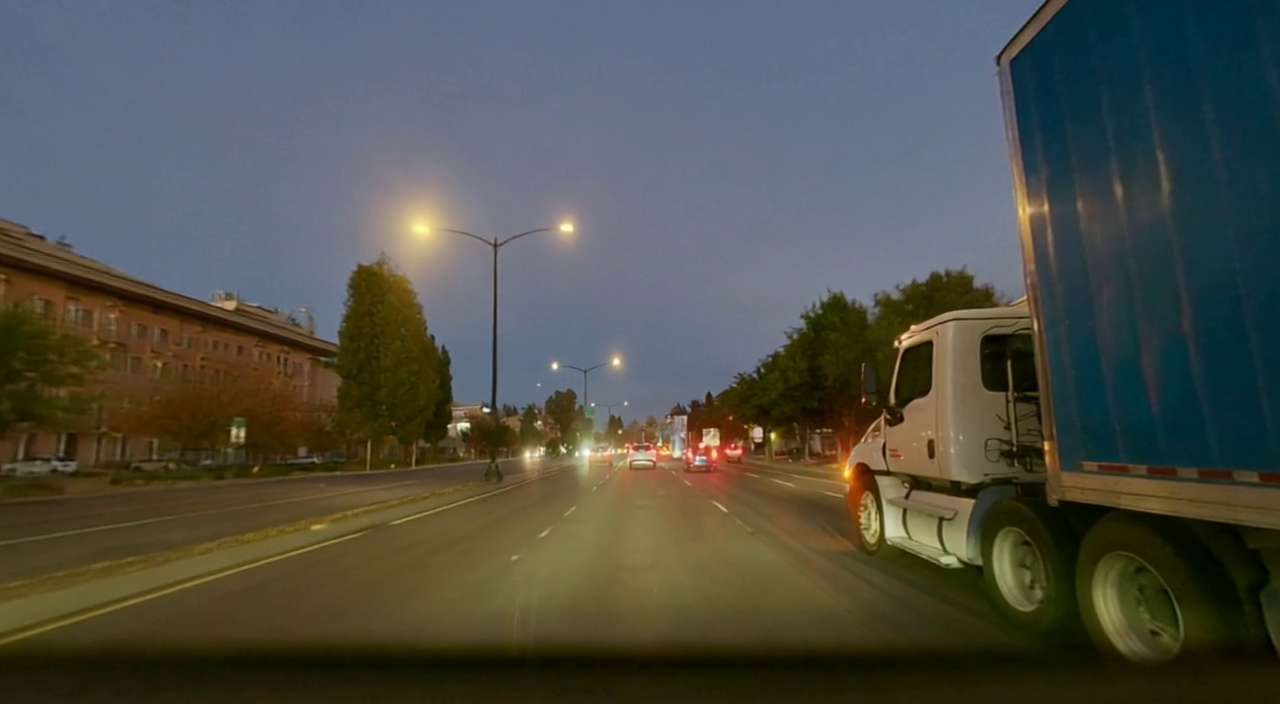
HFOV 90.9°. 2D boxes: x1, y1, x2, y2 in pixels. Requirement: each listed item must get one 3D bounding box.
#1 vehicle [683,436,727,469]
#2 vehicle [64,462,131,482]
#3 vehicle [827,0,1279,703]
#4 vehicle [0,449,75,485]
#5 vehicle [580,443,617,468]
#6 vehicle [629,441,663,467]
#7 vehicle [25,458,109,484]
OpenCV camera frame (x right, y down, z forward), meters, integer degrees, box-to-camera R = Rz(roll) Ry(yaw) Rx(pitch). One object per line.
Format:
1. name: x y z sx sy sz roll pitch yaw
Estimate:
1. vehicle: 3.952 6.209 39.142 2.196 1.908 4.412 0 -8 -1
2. vehicle: -42.846 9.449 49.858 1.897 1.429 3.741 -1 -8 3
3. vehicle: 3.603 -0.218 3.019 3.006 3.679 8.506 -1 -8 2
4. vehicle: -48.039 9.029 49.636 2.215 2.552 5.160 -2 -8 -1
5. vehicle: -2.790 7.103 43.471 2.211 1.537 4.666 -1 -8 1
6. vehicle: 0.419 7.043 43.802 2.276 1.704 3.925 -1 -8 1
7. vehicle: -45.291 9.373 49.990 2.135 1.791 4.777 -1 -8 1
